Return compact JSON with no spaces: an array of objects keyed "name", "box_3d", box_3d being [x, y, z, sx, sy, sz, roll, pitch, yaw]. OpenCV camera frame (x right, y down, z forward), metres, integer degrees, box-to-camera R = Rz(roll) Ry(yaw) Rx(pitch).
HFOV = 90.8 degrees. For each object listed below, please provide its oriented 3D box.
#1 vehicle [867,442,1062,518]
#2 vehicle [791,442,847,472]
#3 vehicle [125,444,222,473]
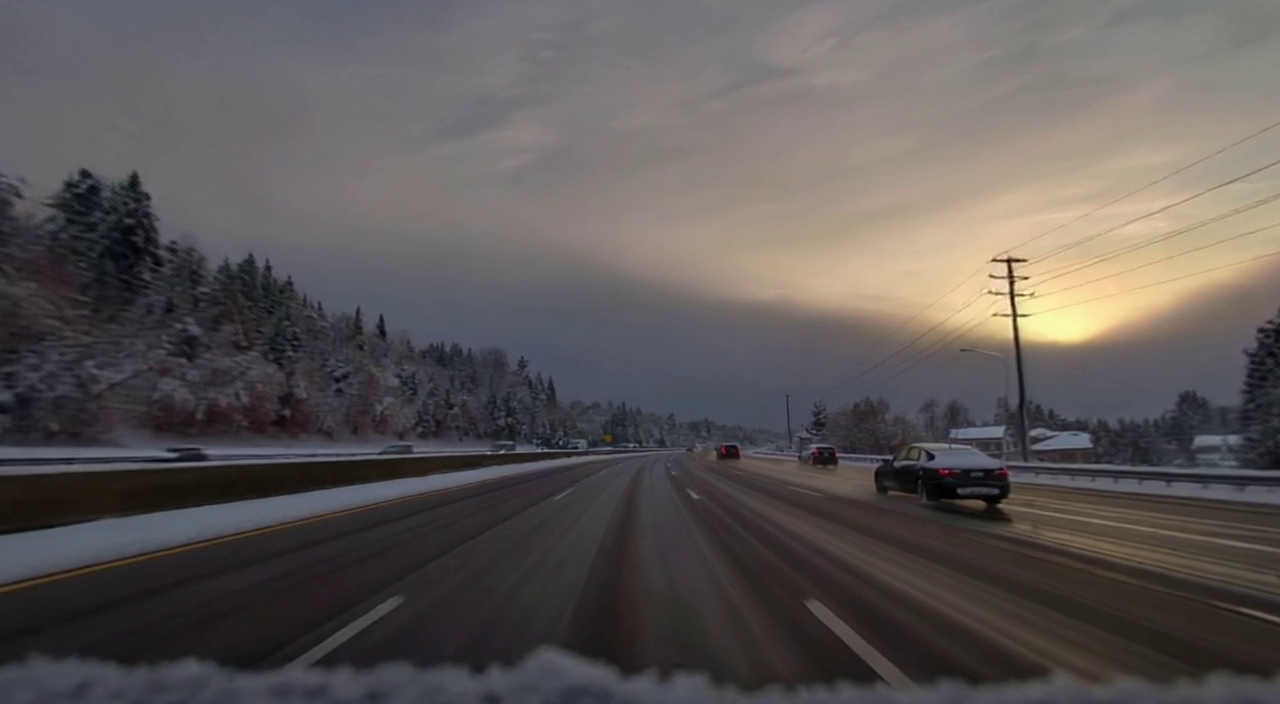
[{"name":"vehicle","box_3d":[7.243,2.873,14.789,2.047,1.479,4.593,0,-9,-1]},{"name":"vehicle","box_3d":[11.061,6.527,39.374,2.151,1.734,4.519,0,-9,0]},{"name":"vehicle","box_3d":[-25.941,5.925,35.368,1.867,1.484,4.596,0,-9,1]}]
